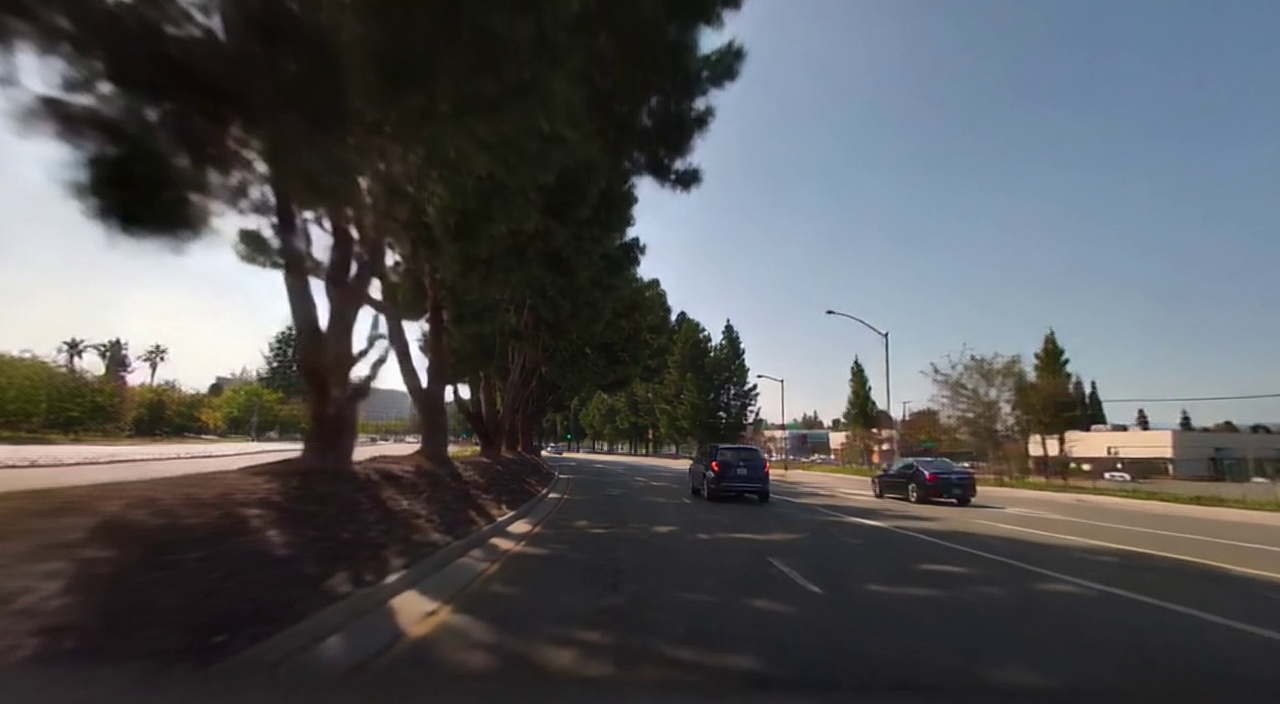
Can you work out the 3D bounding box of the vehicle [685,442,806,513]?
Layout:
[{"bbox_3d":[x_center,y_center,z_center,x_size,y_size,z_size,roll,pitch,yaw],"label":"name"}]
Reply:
[{"bbox_3d":[2.654,3.290,17.202,2.122,1.646,4.525,1,-9,-5],"label":"vehicle"}]

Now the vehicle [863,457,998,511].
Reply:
[{"bbox_3d":[9.347,4.251,20.877,1.940,1.460,4.652,1,-8,-5],"label":"vehicle"}]
